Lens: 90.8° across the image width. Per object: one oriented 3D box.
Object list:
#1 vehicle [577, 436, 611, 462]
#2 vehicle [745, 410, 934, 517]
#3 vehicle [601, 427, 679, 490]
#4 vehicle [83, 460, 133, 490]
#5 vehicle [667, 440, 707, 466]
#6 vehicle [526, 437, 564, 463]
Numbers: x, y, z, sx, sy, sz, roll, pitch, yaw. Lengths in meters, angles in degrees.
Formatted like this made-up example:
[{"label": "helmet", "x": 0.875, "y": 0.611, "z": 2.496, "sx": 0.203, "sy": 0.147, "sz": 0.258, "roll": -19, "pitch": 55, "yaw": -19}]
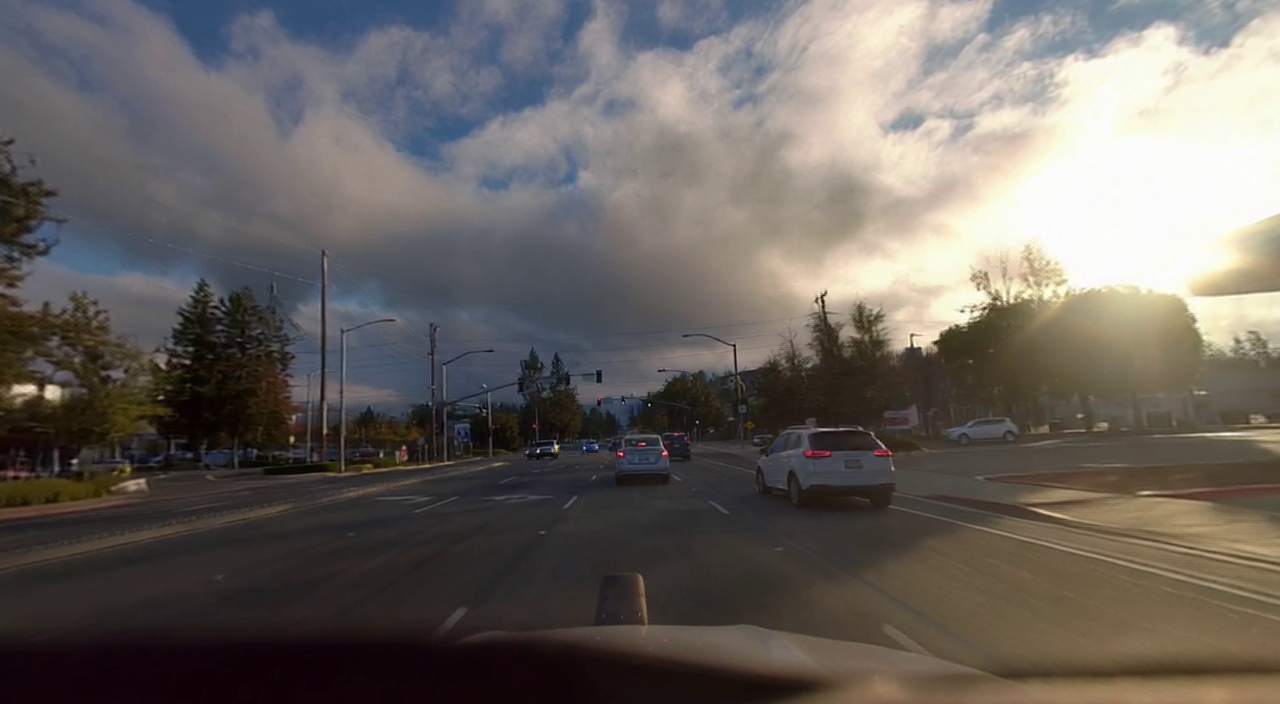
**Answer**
[{"label": "vehicle", "x": -3.269, "y": 6.915, "z": 45.294, "sx": 2.155, "sy": 1.745, "sz": 4.248, "roll": 0, "pitch": -8, "yaw": 0}, {"label": "vehicle", "x": 3.811, "y": 2.254, "z": 13.294, "sx": 2.116, "sy": 1.791, "sz": 5.006, "roll": 0, "pitch": -8, "yaw": -3}, {"label": "vehicle", "x": -0.082, "y": 3.239, "z": 19.527, "sx": 2.164, "sy": 1.718, "sz": 3.881, "roll": 0, "pitch": -8, "yaw": -2}, {"label": "vehicle", "x": -30.651, "y": 7.031, "z": 36.414, "sx": 1.948, "sy": 1.452, "sz": 4.370, "roll": 7, "pitch": -11, "yaw": -39}, {"label": "vehicle", "x": 2.555, "y": 5.577, "z": 34.910, "sx": 1.822, "sy": 1.331, "sz": 3.583, "roll": 0, "pitch": -8, "yaw": -2}, {"label": "vehicle", "x": -6.656, "y": 6.902, "z": 44.665, "sx": 1.994, "sy": 1.695, "sz": 4.471, "roll": 0, "pitch": -8, "yaw": 0}]
